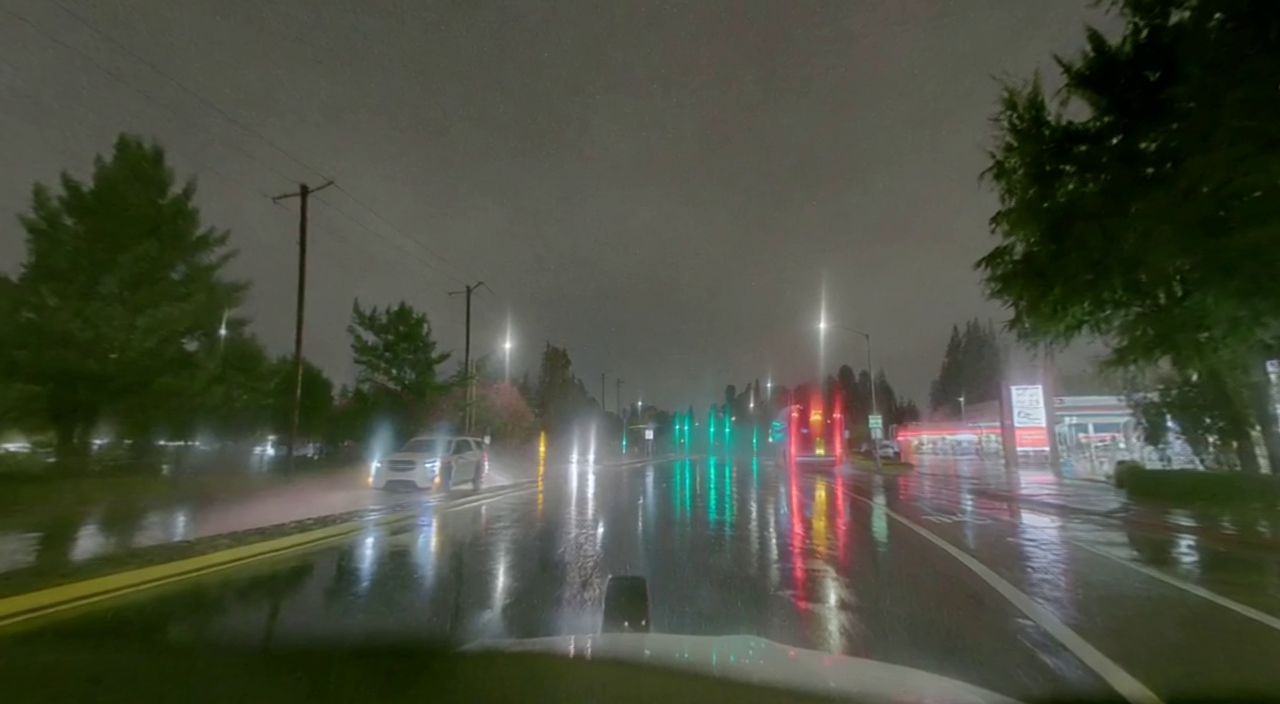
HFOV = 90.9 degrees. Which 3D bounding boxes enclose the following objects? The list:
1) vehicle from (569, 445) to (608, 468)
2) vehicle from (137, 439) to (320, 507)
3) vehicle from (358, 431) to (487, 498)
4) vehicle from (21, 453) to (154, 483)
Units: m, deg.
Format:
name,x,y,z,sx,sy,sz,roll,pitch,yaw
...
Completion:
name,x,y,z,sx,sy,sz,roll,pitch,yaw
vehicle,-3.462,7.084,42.873,1.900,1.481,4.317,-1,-8,5
vehicle,-12.042,3.512,18.921,1.977,1.744,4.513,-1,-8,8
vehicle,-6.212,3.253,18.616,1.982,1.722,4.070,-1,-8,7
vehicle,-29.890,6.267,34.394,1.799,1.467,5.374,-3,-9,12
